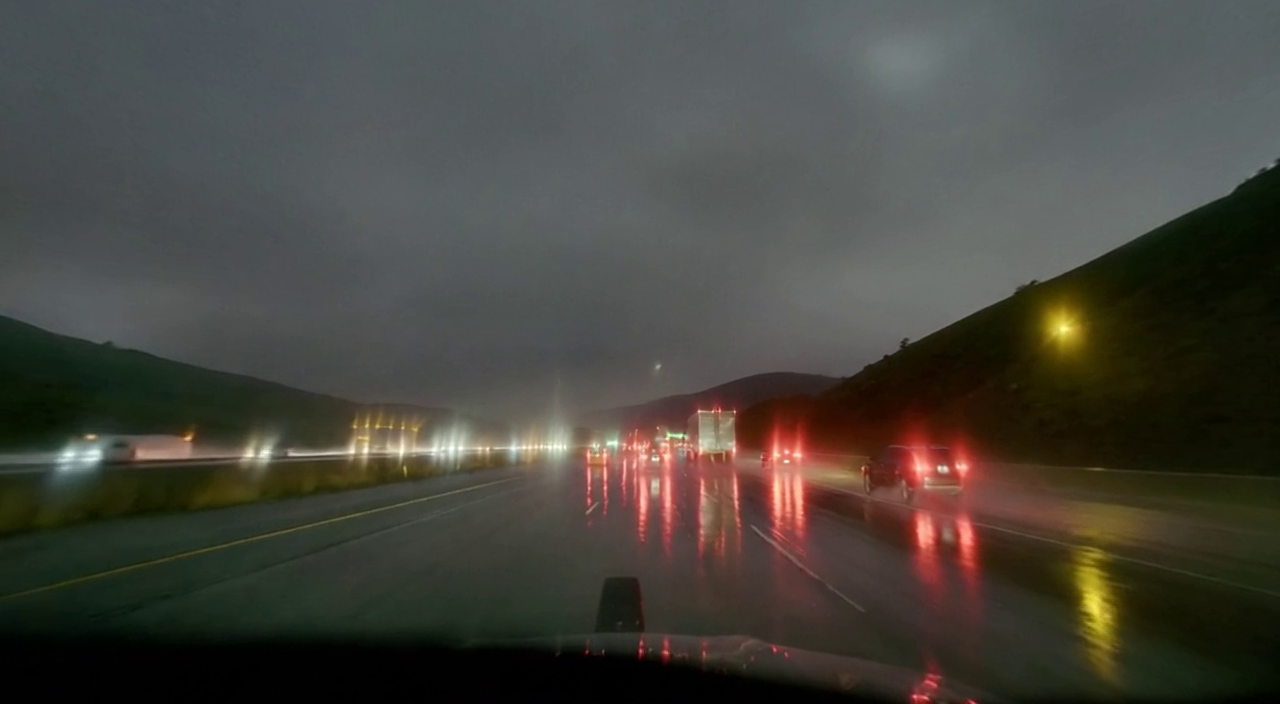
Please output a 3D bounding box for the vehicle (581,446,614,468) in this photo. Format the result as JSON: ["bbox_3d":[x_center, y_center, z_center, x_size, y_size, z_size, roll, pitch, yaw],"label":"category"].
[{"bbox_3d":[-3.080,7.739,46.600,2.132,1.506,4.256,0,-9,0],"label":"vehicle"}]

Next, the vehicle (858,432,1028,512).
[{"bbox_3d":[7.241,2.902,15.694,2.044,1.676,4.421,0,-9,0],"label":"vehicle"}]

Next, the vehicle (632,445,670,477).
[{"bbox_3d":[0.564,5.547,32.330,1.866,1.492,3.932,0,-9,1],"label":"vehicle"}]

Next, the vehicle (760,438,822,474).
[{"bbox_3d":[8.006,5.548,33.862,2.143,1.775,4.729,0,-9,0],"label":"vehicle"}]

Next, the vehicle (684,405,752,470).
[{"bbox_3d":[4.814,5.666,41.167,3.130,3.607,11.129,0,-9,1],"label":"vehicle"}]
